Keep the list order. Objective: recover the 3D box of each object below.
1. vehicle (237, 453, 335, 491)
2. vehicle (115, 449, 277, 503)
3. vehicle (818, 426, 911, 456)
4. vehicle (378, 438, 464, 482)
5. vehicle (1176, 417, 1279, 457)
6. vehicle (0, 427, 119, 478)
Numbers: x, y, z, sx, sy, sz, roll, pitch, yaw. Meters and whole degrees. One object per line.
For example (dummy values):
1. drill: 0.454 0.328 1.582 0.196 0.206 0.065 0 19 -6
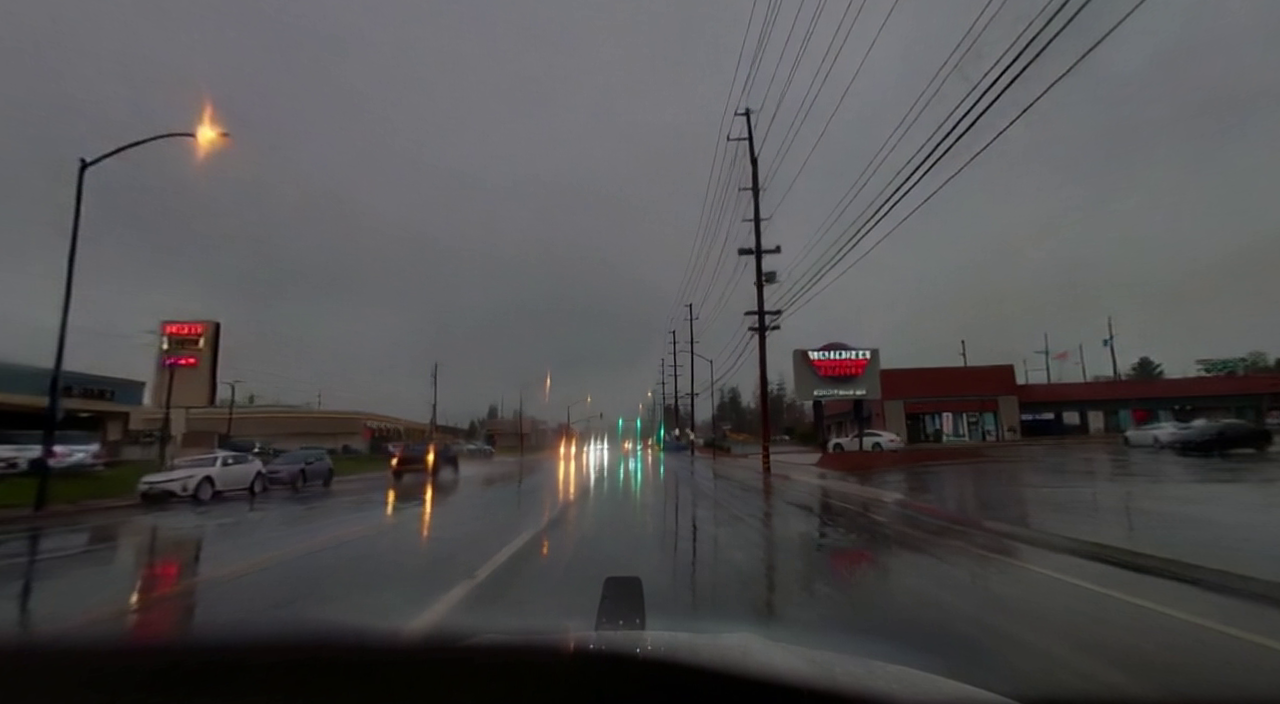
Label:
1. vehicle: -14.867 5.012 26.816 1.753 1.401 4.223 0 -8 -1
2. vehicle: -14.833 4.118 21.560 1.954 1.519 5.051 -1 -8 -1
3. vehicle: 13.514 5.373 38.208 4.836 1.750 2.079 0 -7 -1
4. vehicle: -9.343 4.619 27.440 1.940 1.698 5.028 0 -8 0
5. vehicle: 31.729 4.439 33.197 4.895 1.884 2.320 -1 -5 1
6. vehicle: -23.939 3.868 24.517 5.233 1.880 2.362 4 -8 -28
